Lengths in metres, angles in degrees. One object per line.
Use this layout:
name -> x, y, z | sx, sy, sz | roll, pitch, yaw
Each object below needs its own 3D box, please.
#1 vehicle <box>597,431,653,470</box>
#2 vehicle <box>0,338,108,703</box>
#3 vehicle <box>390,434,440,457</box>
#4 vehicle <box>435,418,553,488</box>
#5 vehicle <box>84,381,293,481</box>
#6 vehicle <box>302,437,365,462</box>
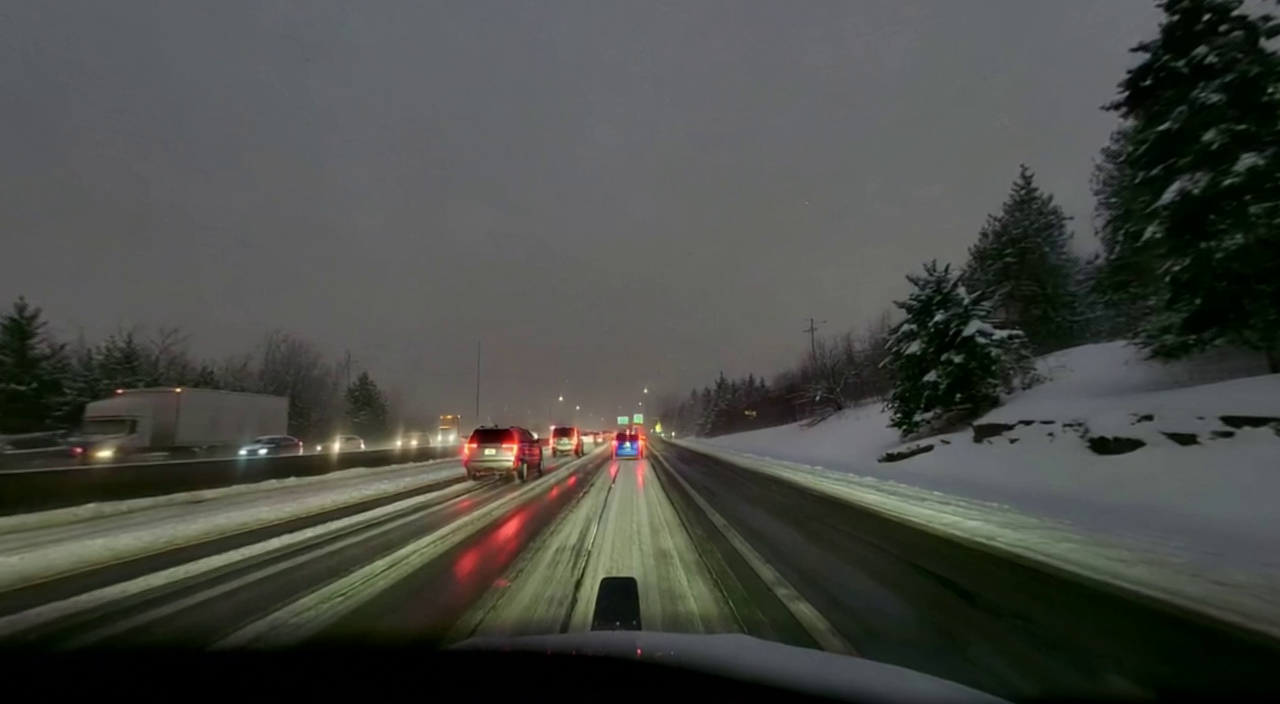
vehicle -> -0.560, 3.940, 25.447 | 2.070, 1.452, 3.834 | 0, -8, 0
vehicle -> -3.839, 0.575, 1.068 | 2.107, 1.703, 4.274 | 0, -8, 0
vehicle -> -15.684, 6.496, 44.058 | 1.982, 1.516, 4.137 | 0, -8, 1
vehicle -> -3.872, 2.773, 17.632 | 2.154, 1.690, 4.595 | 0, -8, 1
vehicle -> -15.994, 2.912, 23.071 | 2.656, 3.091, 6.666 | 0, -8, 0
vehicle -> -19.582, 6.211, 40.420 | 1.864, 1.483, 4.219 | 0, -8, 1
